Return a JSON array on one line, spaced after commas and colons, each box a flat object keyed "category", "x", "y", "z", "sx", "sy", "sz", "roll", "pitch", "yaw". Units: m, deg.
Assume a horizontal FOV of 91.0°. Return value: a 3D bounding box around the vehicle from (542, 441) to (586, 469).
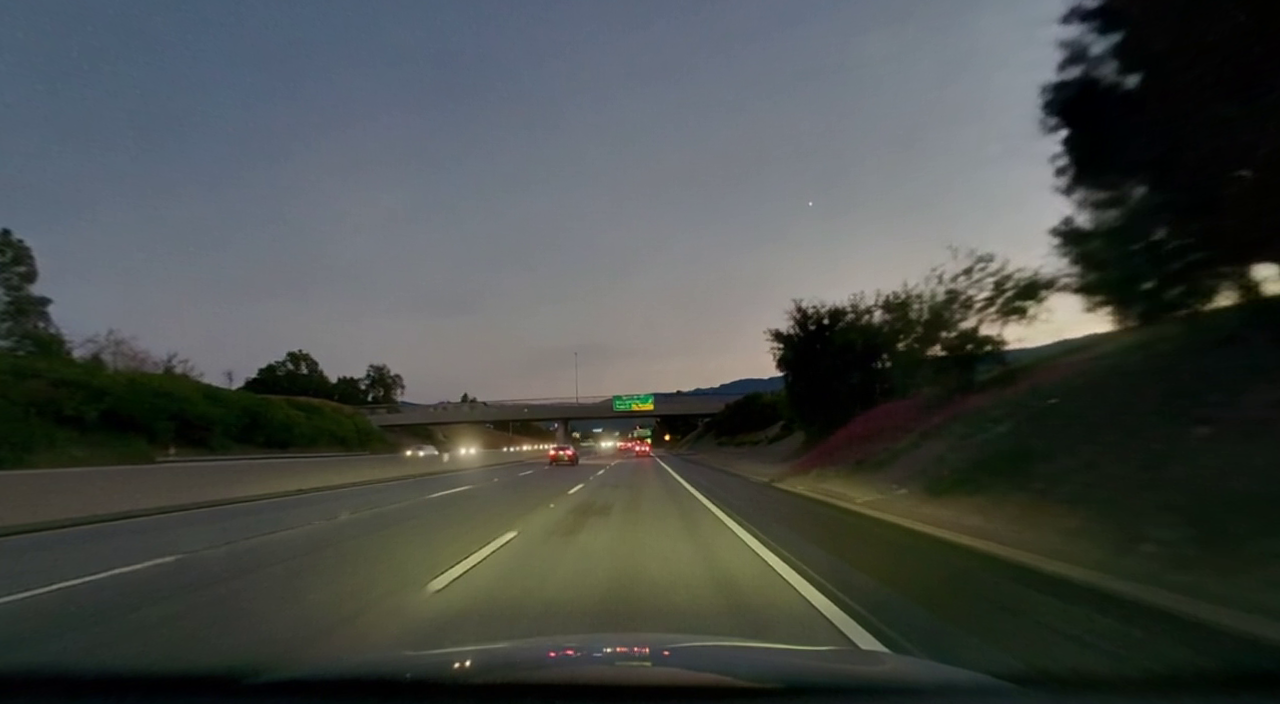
[{"category": "vehicle", "x": -4.464, "y": 6.155, "z": 37.724, "sx": 1.916, "sy": 1.545, "sz": 4.757, "roll": 0, "pitch": -8, "yaw": 1}]
